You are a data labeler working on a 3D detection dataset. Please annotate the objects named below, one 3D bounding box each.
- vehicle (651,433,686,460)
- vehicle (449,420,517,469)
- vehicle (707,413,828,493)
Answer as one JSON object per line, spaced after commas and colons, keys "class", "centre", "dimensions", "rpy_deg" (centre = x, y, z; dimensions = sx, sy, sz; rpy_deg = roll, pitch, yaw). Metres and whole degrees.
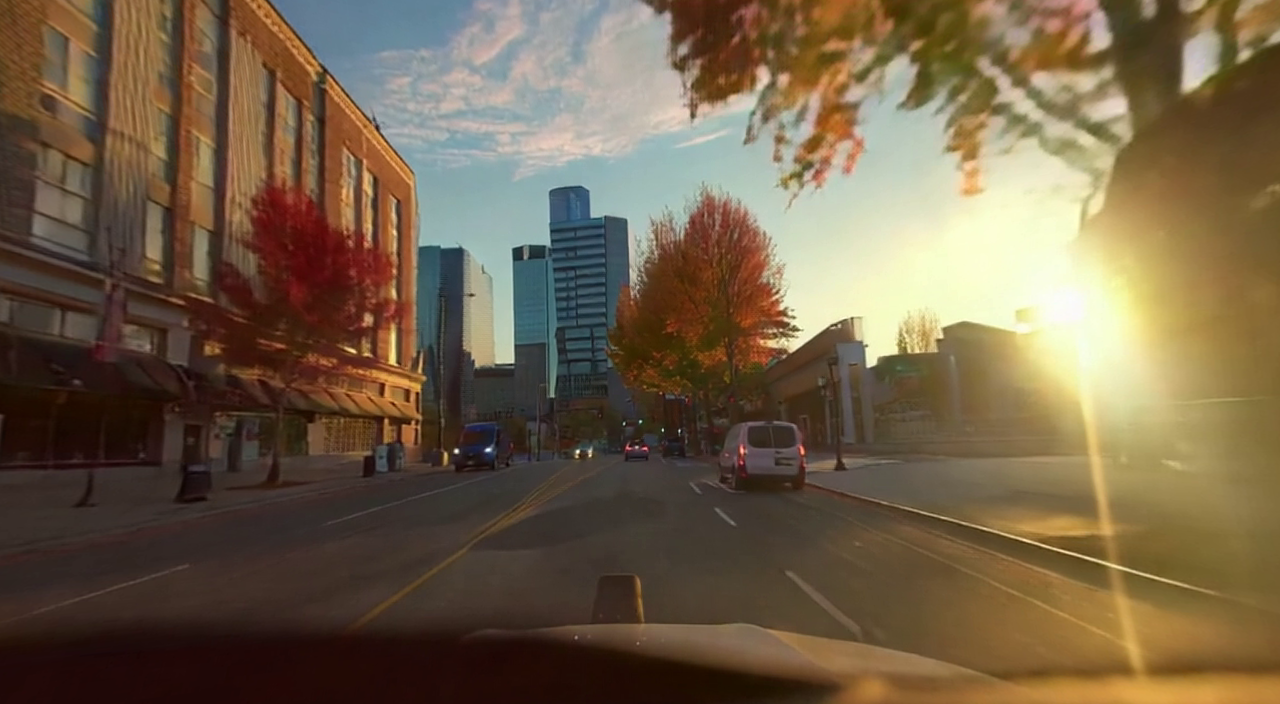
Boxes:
{"class": "vehicle", "centre": [2.300, 7.323, 49.141], "dimensions": [2.147, 1.968, 4.478], "rpy_deg": [-1, -7, 10]}
{"class": "vehicle", "centre": [-8.877, 5.264, 36.213], "dimensions": [2.348, 2.588, 5.860], "rpy_deg": [0, -7, 1]}
{"class": "vehicle", "centre": [3.478, 2.870, 18.410], "dimensions": [2.357, 1.986, 5.136], "rpy_deg": [1, -7, -2]}
